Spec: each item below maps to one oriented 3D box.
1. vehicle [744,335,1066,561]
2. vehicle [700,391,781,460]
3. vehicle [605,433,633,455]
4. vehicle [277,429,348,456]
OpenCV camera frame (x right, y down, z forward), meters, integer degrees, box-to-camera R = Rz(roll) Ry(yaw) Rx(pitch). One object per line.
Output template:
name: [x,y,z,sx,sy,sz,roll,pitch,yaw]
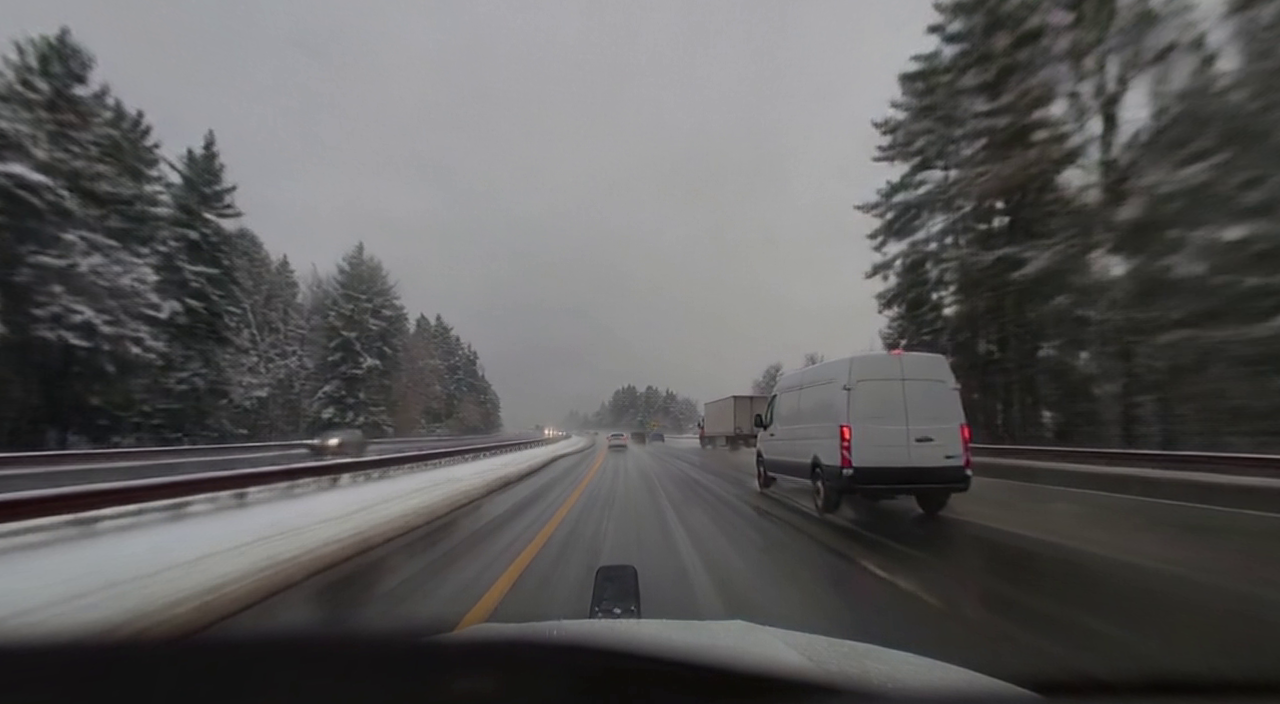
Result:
vehicle: [3.428,1.415,9.840,2.436,2.521,5.409,0,-8,-2]
vehicle: [6.644,5.294,44.482,2.888,4.093,14.227,0,-8,-2]
vehicle: [-1.649,7.122,48.972,2.088,1.671,4.068,0,-8,-2]
vehicle: [-19.363,5.357,37.557,1.860,1.500,4.781,0,-8,-3]
